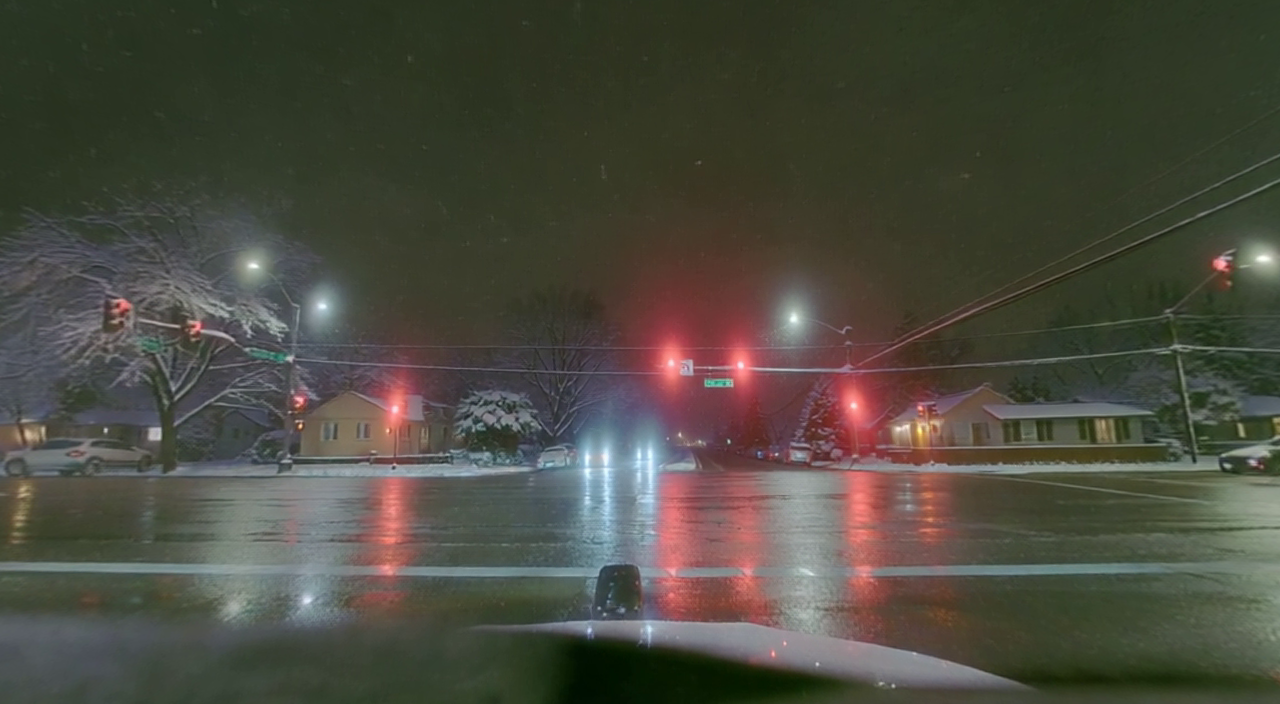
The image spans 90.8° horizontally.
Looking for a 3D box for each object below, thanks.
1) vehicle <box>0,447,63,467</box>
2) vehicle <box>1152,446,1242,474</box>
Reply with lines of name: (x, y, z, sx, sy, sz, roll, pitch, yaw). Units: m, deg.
vehicle: (-44.290, 7.520, 45.391, 3.949, 1.422, 1.744, 0, -9, 1)
vehicle: (36.775, 7.093, 41.884, 1.853, 1.723, 4.460, 0, -9, -1)
